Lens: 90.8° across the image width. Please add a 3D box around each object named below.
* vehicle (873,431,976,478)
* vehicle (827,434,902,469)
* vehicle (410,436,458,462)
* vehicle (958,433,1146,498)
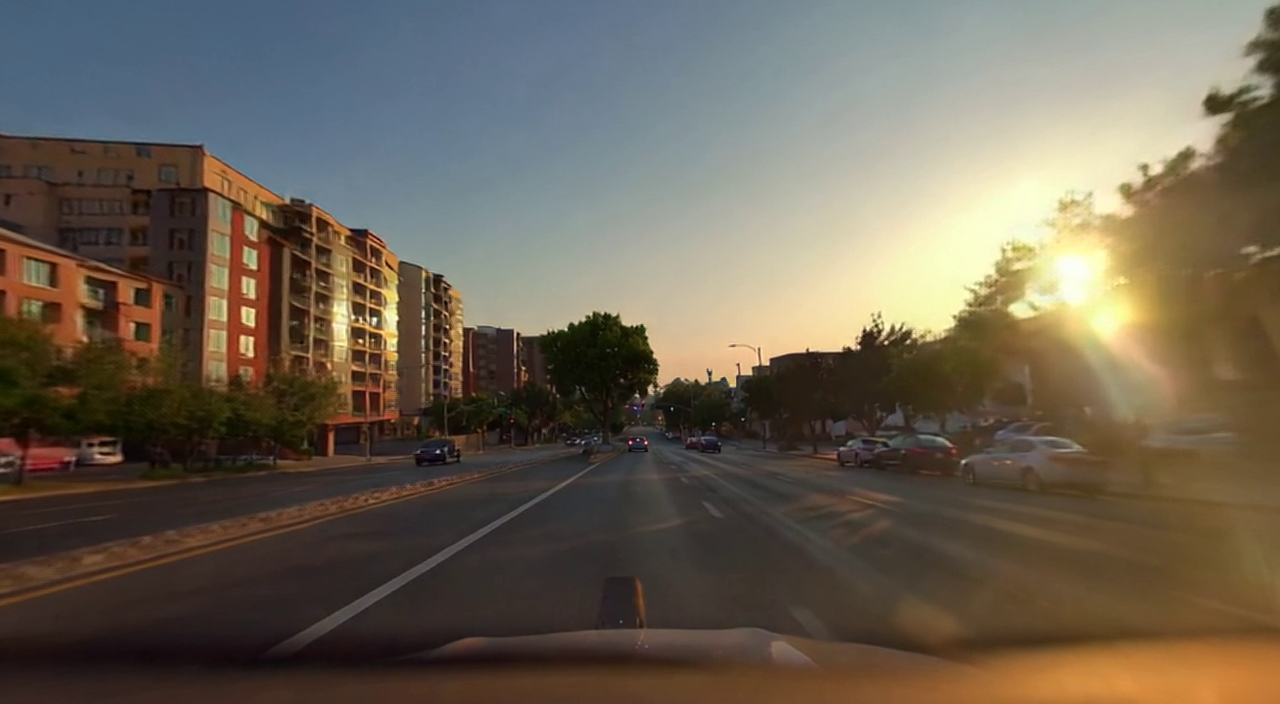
[{"bbox_3d":[10.587,3.836,23.874,1.905,1.597,4.040,0,-9,-2],"label":"vehicle"},{"bbox_3d":[10.404,4.650,29.643,1.948,1.489,4.276,0,-9,1],"label":"vehicle"},{"bbox_3d":[-14.271,6.744,44.006,2.046,1.682,4.518,0,-9,-3],"label":"vehicle"},{"bbox_3d":[10.346,2.878,16.372,1.861,1.446,4.413,0,-9,-1],"label":"vehicle"}]
